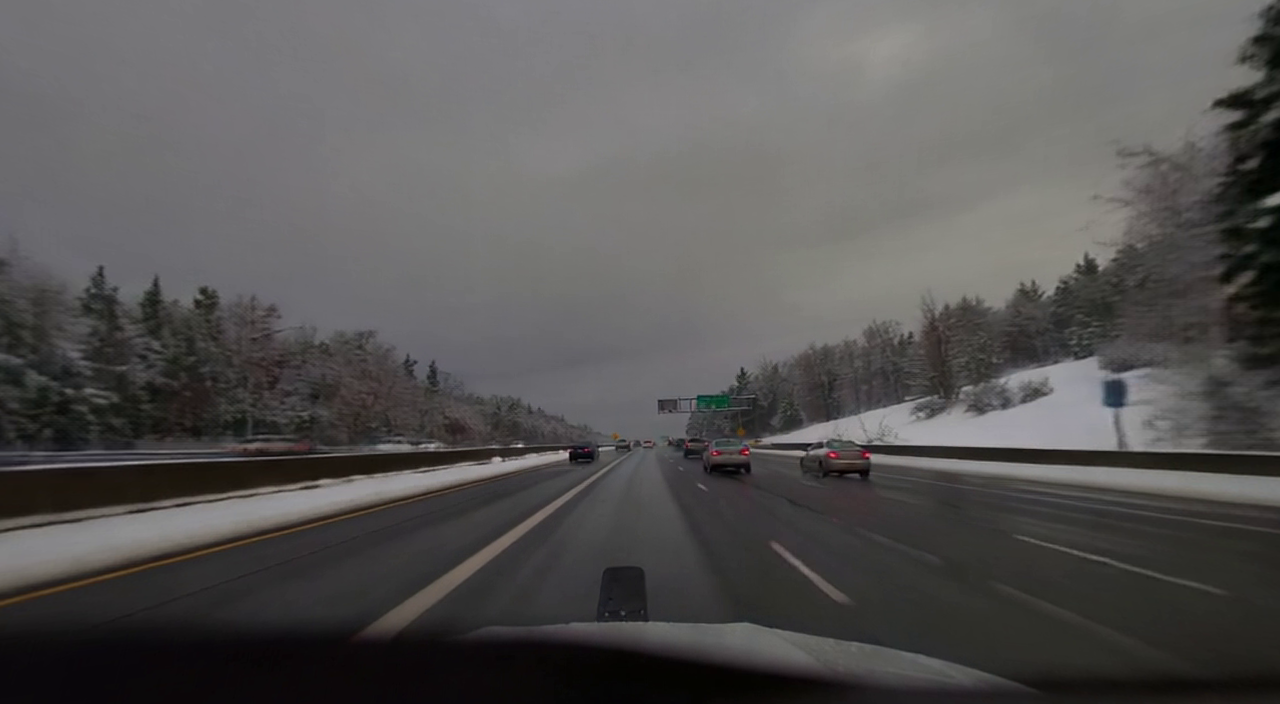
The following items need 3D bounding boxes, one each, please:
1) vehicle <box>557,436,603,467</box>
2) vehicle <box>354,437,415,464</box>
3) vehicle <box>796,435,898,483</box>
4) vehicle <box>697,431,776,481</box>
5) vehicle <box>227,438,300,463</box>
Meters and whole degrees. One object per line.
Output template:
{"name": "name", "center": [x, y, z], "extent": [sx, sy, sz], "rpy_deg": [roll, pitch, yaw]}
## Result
{"name": "vehicle", "center": [-3.354, 5.711, 36.343], "extent": [2.106, 1.682, 4.395], "rpy_deg": [0, -8, 2]}
{"name": "vehicle", "center": [-15.521, 5.974, 38.540], "extent": [1.924, 1.521, 4.357], "rpy_deg": [0, -8, 0]}
{"name": "vehicle", "center": [7.296, 3.798, 22.822], "extent": [1.988, 1.518, 4.856], "rpy_deg": [0, -8, 0]}
{"name": "vehicle", "center": [3.415, 3.789, 23.234], "extent": [2.146, 1.639, 4.475], "rpy_deg": [0, -8, 0]}
{"name": "vehicle", "center": [-25.150, 6.572, 42.329], "extent": [1.927, 1.592, 4.547], "rpy_deg": [0, -8, 2]}
